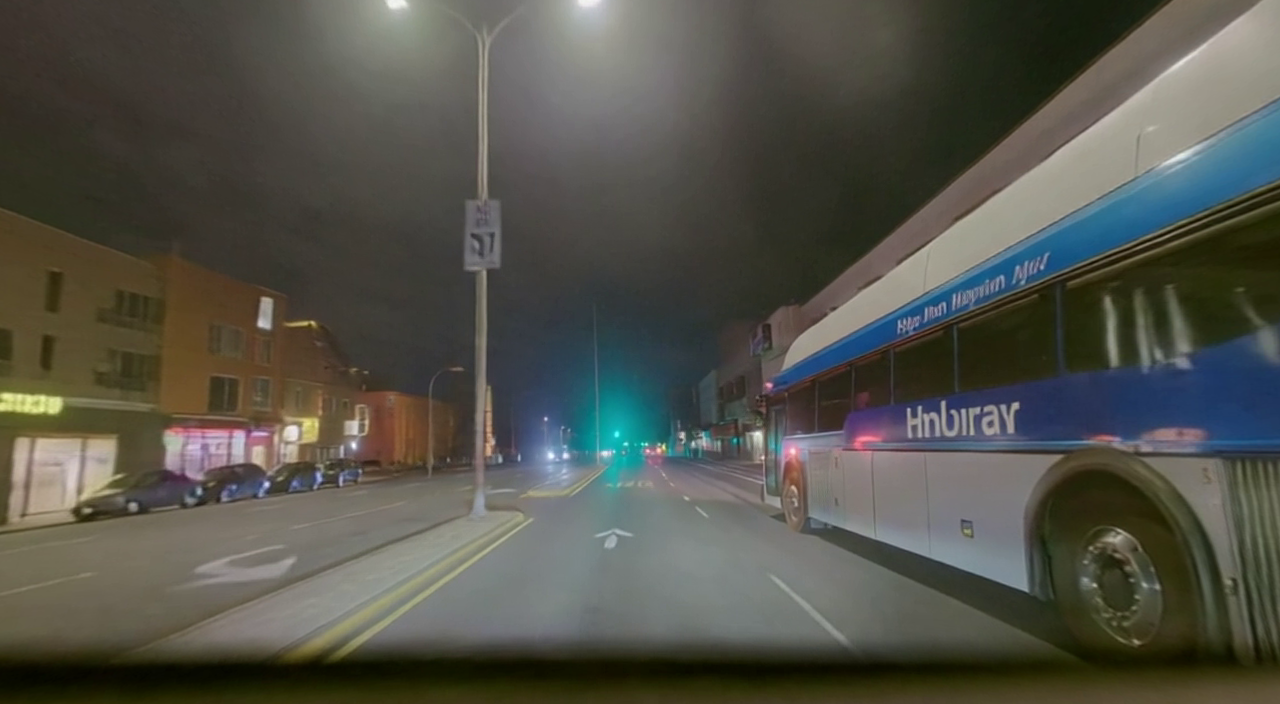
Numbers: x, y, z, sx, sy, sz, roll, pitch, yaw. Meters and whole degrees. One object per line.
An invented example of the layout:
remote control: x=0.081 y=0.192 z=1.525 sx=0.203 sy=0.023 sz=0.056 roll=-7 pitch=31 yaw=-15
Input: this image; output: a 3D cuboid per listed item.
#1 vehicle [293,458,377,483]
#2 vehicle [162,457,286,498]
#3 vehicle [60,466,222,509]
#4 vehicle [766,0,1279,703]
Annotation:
vehicle: x=-19.642 y=7.639 z=40.820 sx=4.409 sy=1.508 sz=1.803 roll=1 pitch=-9 yaw=-3
vehicle: x=-19.363 y=5.820 z=29.545 sx=4.325 sy=1.777 sz=1.948 roll=0 pitch=-9 yaw=-1
vehicle: x=-19.062 y=5.180 z=24.308 sx=4.522 sy=1.469 sz=1.840 roll=1 pitch=-9 yaw=-3
vehicle: x=4.164 y=0.471 z=5.554 sx=3.194 sy=3.345 sz=12.428 roll=0 pitch=-8 yaw=-2
